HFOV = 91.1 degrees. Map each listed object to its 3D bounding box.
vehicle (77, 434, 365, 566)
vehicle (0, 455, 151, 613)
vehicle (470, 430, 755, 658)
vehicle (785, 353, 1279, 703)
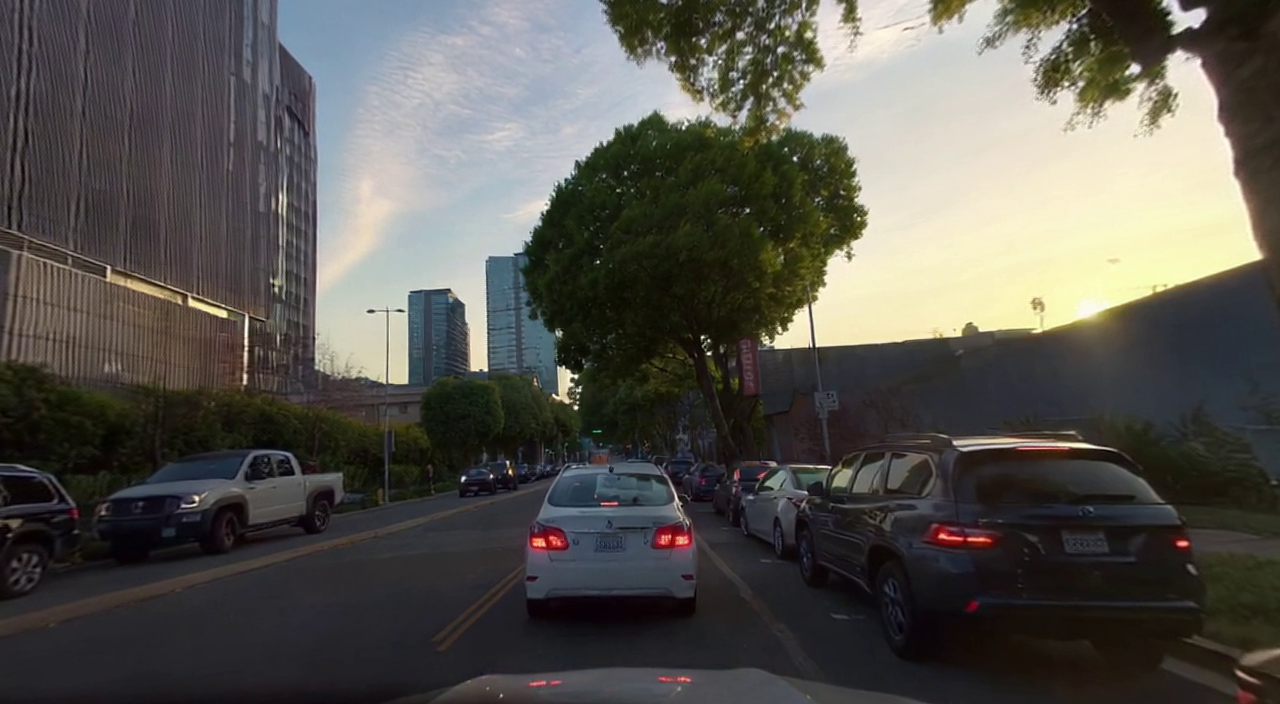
[{"bbox_3d":[-6.826,2.541,11.059,1.994,1.701,4.520,-3,-12,-1],"label":"vehicle"},{"bbox_3d":[-6.968,1.631,5.522,1.900,1.471,4.202,1,-10,0],"label":"vehicle"},{"bbox_3d":[-0.175,1.705,6.381,2.018,1.583,3.646,1,-10,1],"label":"vehicle"},{"bbox_3d":[2.713,1.371,5.312,1.868,1.920,4.501,1,-10,0],"label":"vehicle"}]
